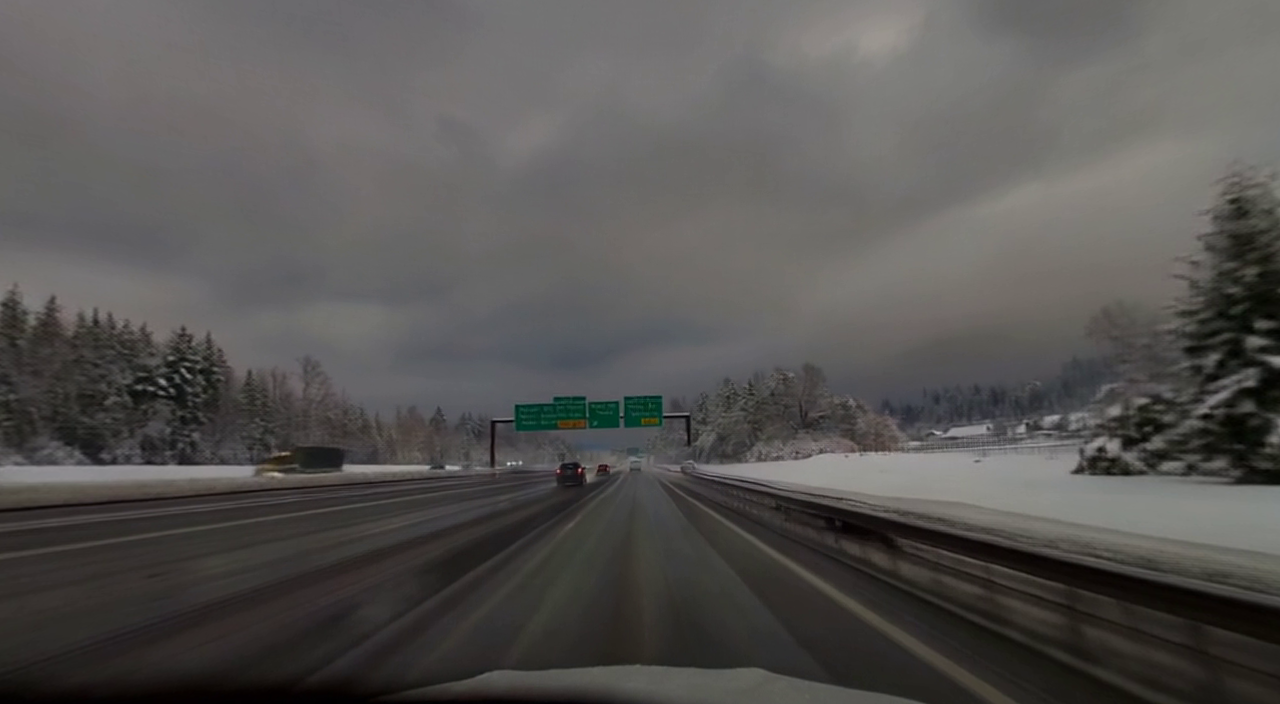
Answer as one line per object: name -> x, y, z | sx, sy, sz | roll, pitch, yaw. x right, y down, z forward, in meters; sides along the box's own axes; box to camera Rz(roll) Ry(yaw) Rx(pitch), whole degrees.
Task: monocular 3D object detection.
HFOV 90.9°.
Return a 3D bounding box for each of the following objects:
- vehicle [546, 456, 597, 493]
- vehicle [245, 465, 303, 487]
vehicle -> -3.340, 6.096, 31.428 | 2.092, 1.642, 3.895 | 1, -11, 0
vehicle -> -26.086, 8.851, 45.027 | 1.781, 1.418, 4.051 | 1, -11, -1
